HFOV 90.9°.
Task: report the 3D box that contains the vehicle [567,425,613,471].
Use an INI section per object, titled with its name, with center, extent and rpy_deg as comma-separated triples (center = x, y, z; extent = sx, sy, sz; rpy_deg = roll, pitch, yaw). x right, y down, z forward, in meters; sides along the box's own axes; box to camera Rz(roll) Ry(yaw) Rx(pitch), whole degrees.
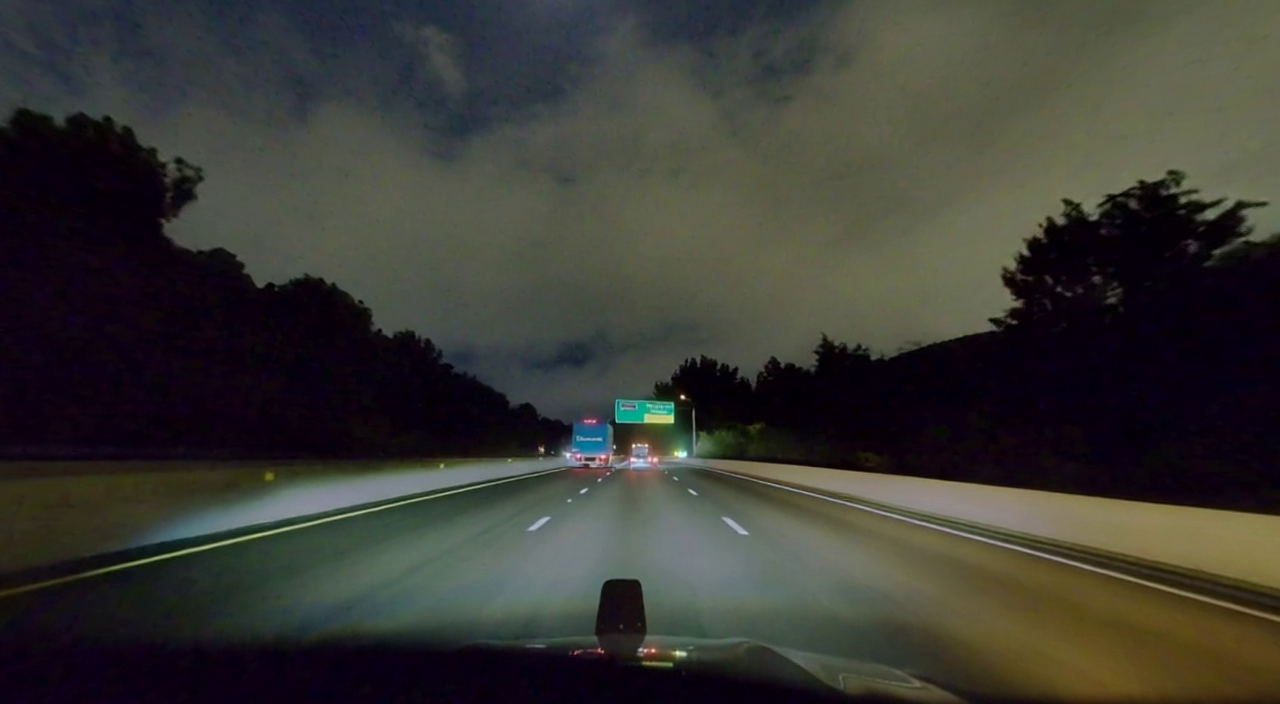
[vehicle]
center = -3.610, 7.188, 47.125
extent = 2.695, 3.151, 6.885
rpy_deg = 0, -9, 1
